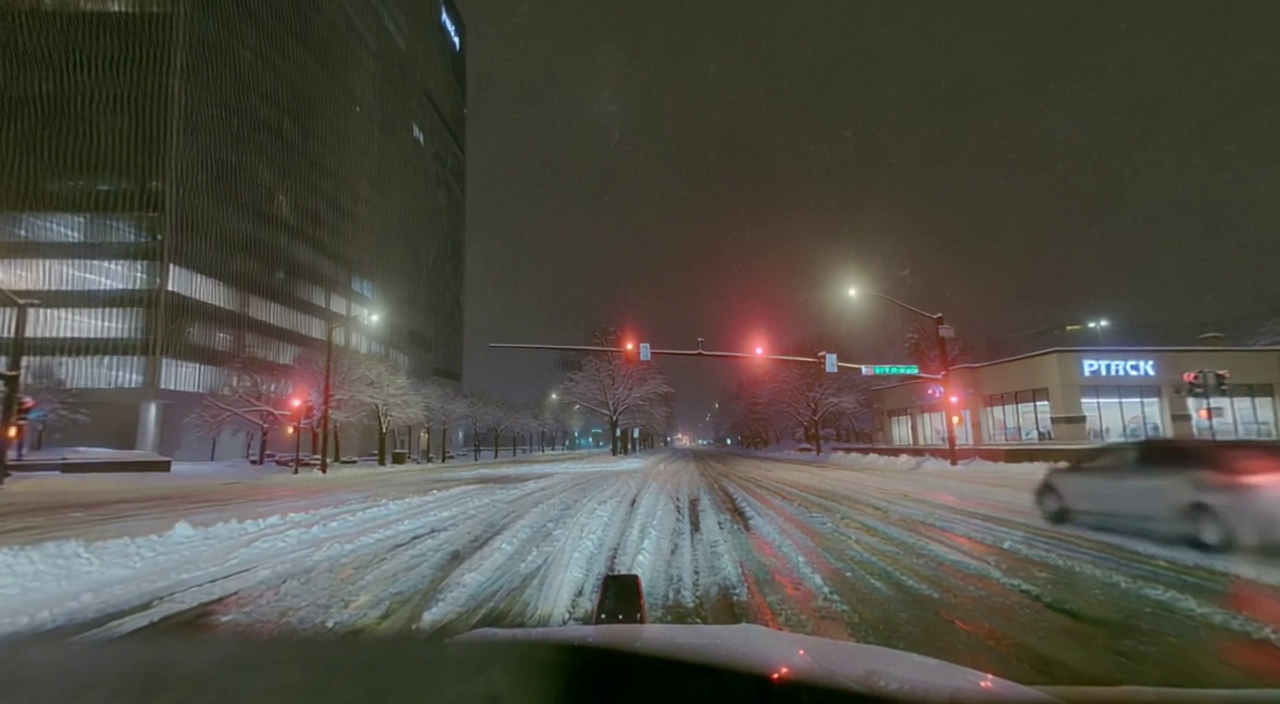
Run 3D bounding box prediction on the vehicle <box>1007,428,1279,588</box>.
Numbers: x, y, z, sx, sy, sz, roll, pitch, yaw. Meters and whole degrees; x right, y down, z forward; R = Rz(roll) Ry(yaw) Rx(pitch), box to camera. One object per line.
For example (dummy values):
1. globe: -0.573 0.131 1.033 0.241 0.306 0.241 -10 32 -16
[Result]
1. vehicle: 6.877 1.719 7.720 1.988 1.466 4.529 0 -8 -1
